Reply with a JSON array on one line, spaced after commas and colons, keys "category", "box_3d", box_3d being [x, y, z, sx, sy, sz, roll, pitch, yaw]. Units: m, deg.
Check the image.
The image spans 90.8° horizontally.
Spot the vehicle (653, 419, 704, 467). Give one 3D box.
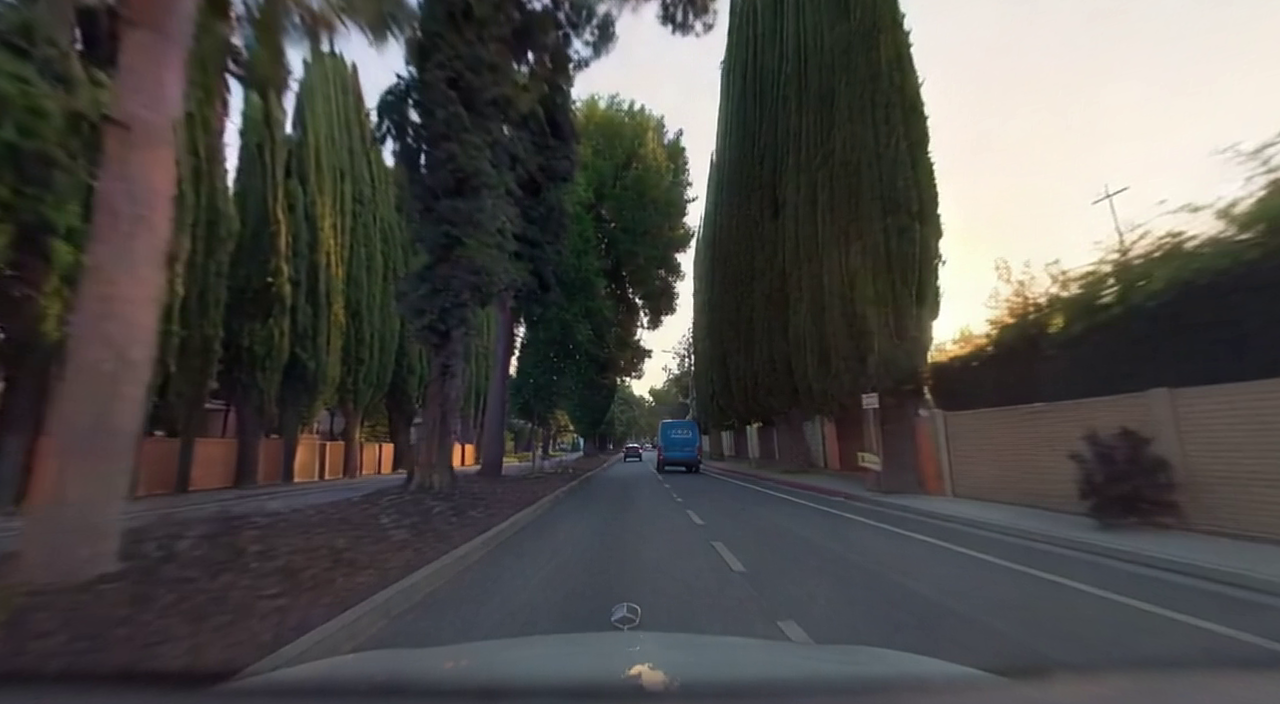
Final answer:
[{"category": "vehicle", "box_3d": [2.787, 7.165, 49.590, 2.959, 3.285, 12.428, 0, -8, -1]}]
